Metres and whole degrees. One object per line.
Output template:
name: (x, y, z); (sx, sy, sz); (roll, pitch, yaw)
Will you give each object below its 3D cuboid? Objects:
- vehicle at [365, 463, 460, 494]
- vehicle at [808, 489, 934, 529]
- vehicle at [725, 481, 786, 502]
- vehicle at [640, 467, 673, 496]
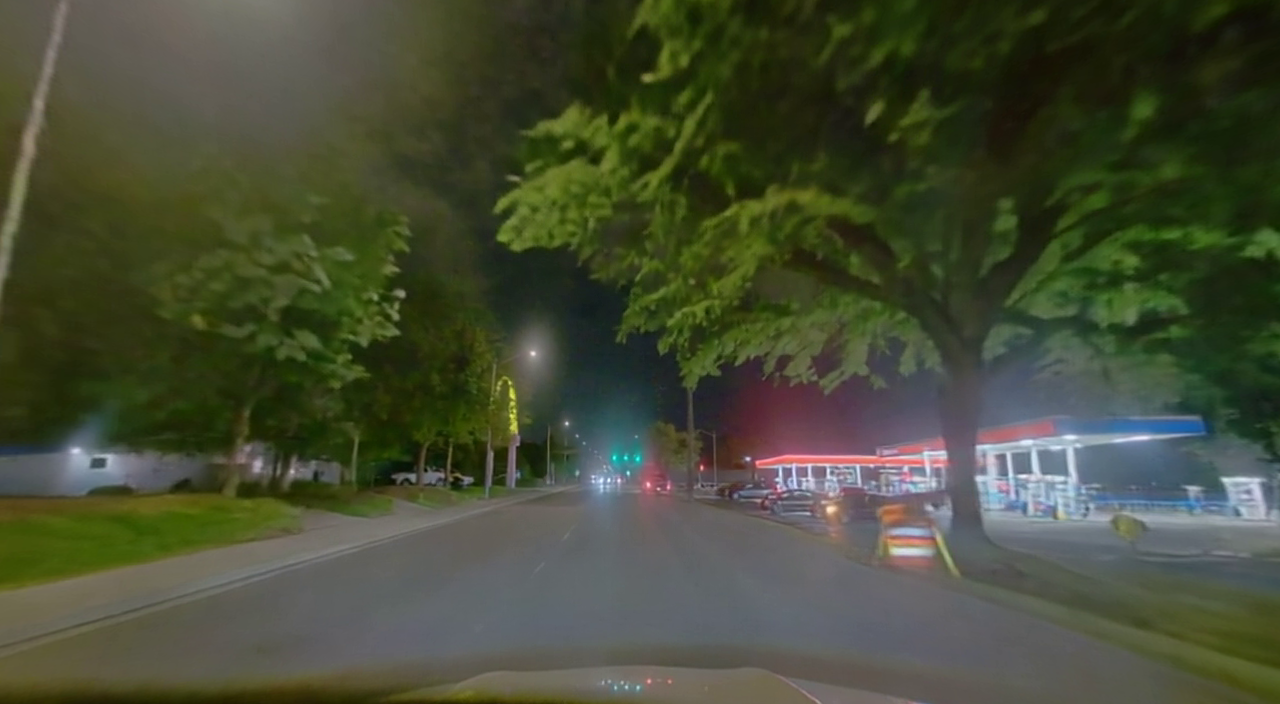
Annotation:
vehicle: (-12.982, 7.254, 36.135); (4.575, 1.641, 2.006); (11, -15, -44)
vehicle: (9.240, 6.320, 25.474); (4.316, 1.462, 1.921); (1, -11, -3)
vehicle: (8.586, 10.471, 47.180); (4.123, 1.446, 1.807); (1, -11, -4)
vehicle: (1.196, 9.875, 48.296); (2.153, 2.074, 5.188); (1, -11, -3)
